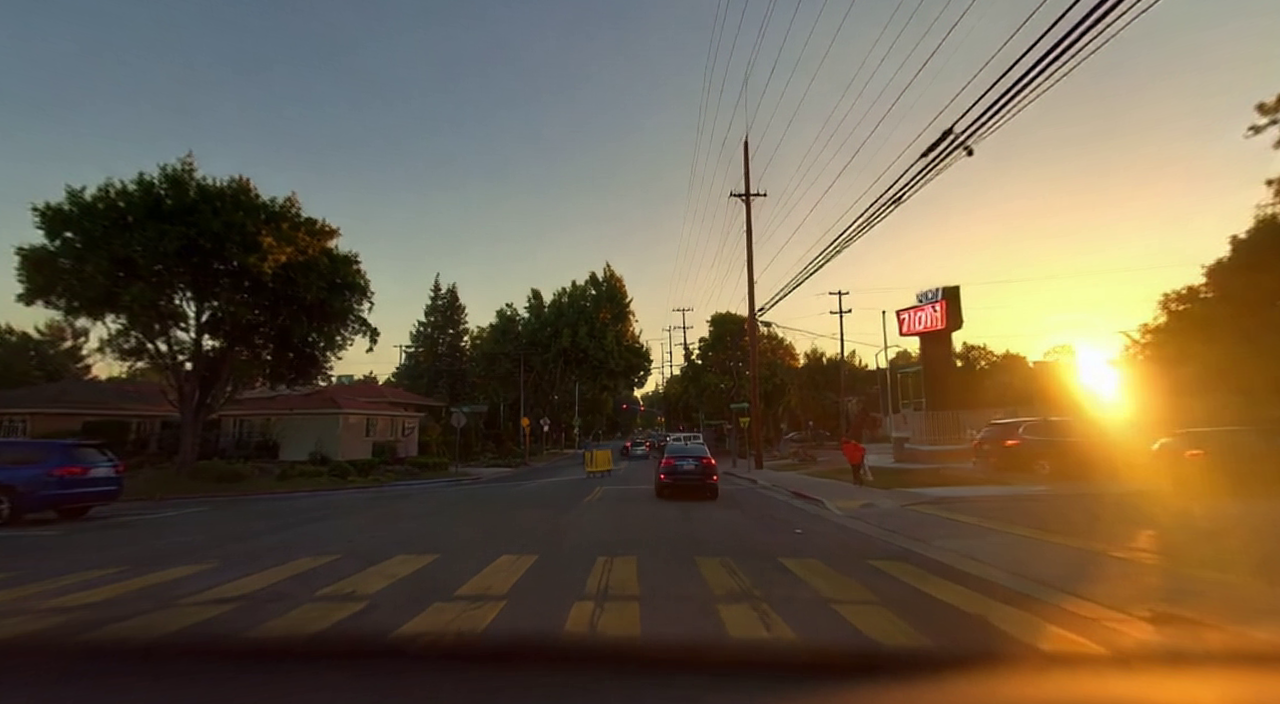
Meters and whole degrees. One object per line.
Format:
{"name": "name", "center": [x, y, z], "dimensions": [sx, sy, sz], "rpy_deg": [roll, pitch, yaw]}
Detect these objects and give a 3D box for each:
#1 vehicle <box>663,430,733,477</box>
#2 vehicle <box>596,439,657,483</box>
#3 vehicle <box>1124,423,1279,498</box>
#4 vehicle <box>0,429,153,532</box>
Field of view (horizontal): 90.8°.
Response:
{"name": "vehicle", "center": [2.477, 4.554, 28.542], "dimensions": [2.553, 1.868, 5.536], "rpy_deg": [0, -8, -1]}
{"name": "vehicle", "center": [-0.568, 3.894, 22.895], "dimensions": [1.874, 1.427, 3.976], "rpy_deg": [1, -8, -6]}
{"name": "vehicle", "center": [13.165, 2.181, 12.860], "dimensions": [4.872, 1.400, 1.955], "rpy_deg": [-1, -8, 3]}
{"name": "vehicle", "center": [-13.772, 2.532, 12.710], "dimensions": [5.866, 1.904, 2.197], "rpy_deg": [1, -8, -6]}
